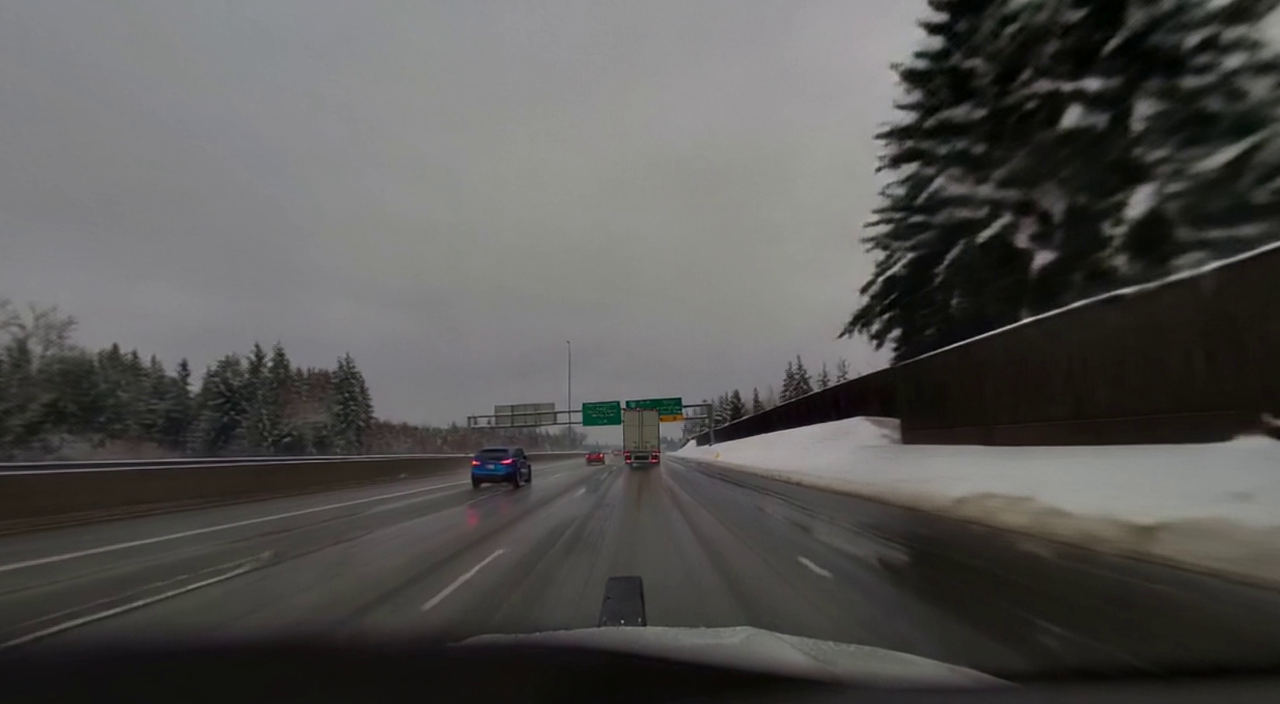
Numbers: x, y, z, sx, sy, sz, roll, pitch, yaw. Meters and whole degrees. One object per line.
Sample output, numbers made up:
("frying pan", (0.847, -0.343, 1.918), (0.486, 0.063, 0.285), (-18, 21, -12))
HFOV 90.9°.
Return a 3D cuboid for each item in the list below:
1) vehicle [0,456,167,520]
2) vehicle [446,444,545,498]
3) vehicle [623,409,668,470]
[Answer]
("vehicle", (-16.176, 3.742, 17.889), (1.898, 1.480, 4.712), (0, -9, -1))
("vehicle", (-4.405, 3.679, 19.997), (1.977, 1.478, 4.702), (0, -9, 0))
("vehicle", (0.451, 6.683, 47.763), (2.980, 4.051, 10.359), (0, -9, 1))
